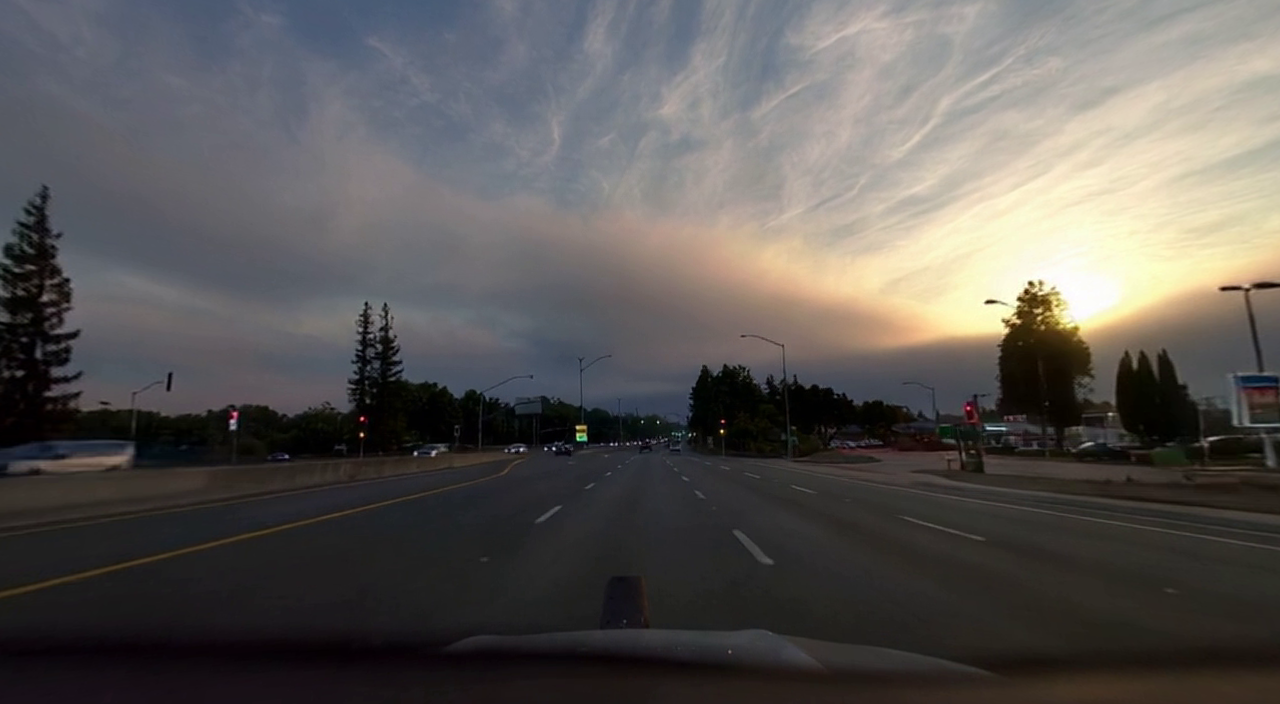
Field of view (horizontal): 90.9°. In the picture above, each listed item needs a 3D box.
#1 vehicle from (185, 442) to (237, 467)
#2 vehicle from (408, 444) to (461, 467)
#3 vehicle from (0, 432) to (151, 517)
[{"bbox_3d":[-26.503,6.336,38.996,1.523,1.449,2.219,-1,-9,5],"label":"vehicle"},{"bbox_3d":[-13.837,6.960,42.773,1.951,1.470,4.673,0,-8,1],"label":"vehicle"},{"bbox_3d":[-13.743,2.650,14.003,2.078,1.684,4.505,0,-8,1],"label":"vehicle"}]
